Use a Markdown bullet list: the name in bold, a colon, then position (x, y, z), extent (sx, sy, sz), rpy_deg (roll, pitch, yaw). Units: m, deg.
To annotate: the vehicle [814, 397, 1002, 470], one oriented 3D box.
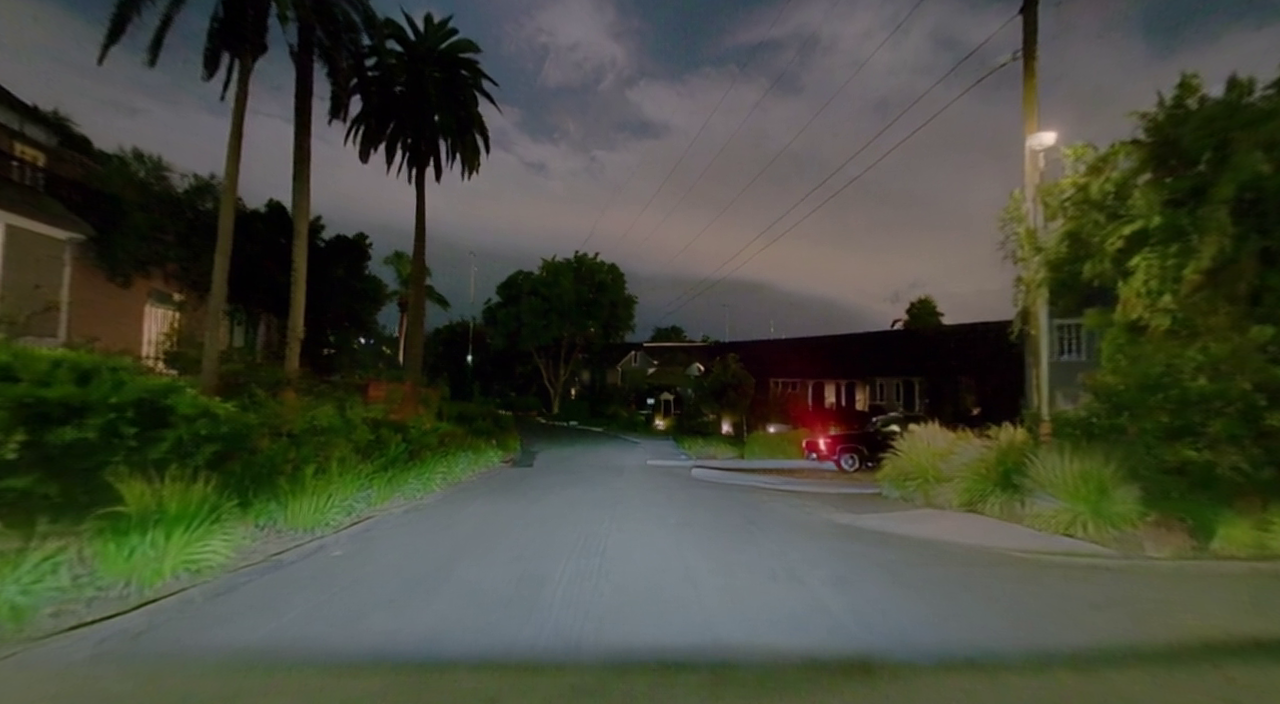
- **vehicle**: position (8.539, 2.660, 20.017), extent (5.663, 1.913, 2.170), rpy_deg (6, -10, -23)
